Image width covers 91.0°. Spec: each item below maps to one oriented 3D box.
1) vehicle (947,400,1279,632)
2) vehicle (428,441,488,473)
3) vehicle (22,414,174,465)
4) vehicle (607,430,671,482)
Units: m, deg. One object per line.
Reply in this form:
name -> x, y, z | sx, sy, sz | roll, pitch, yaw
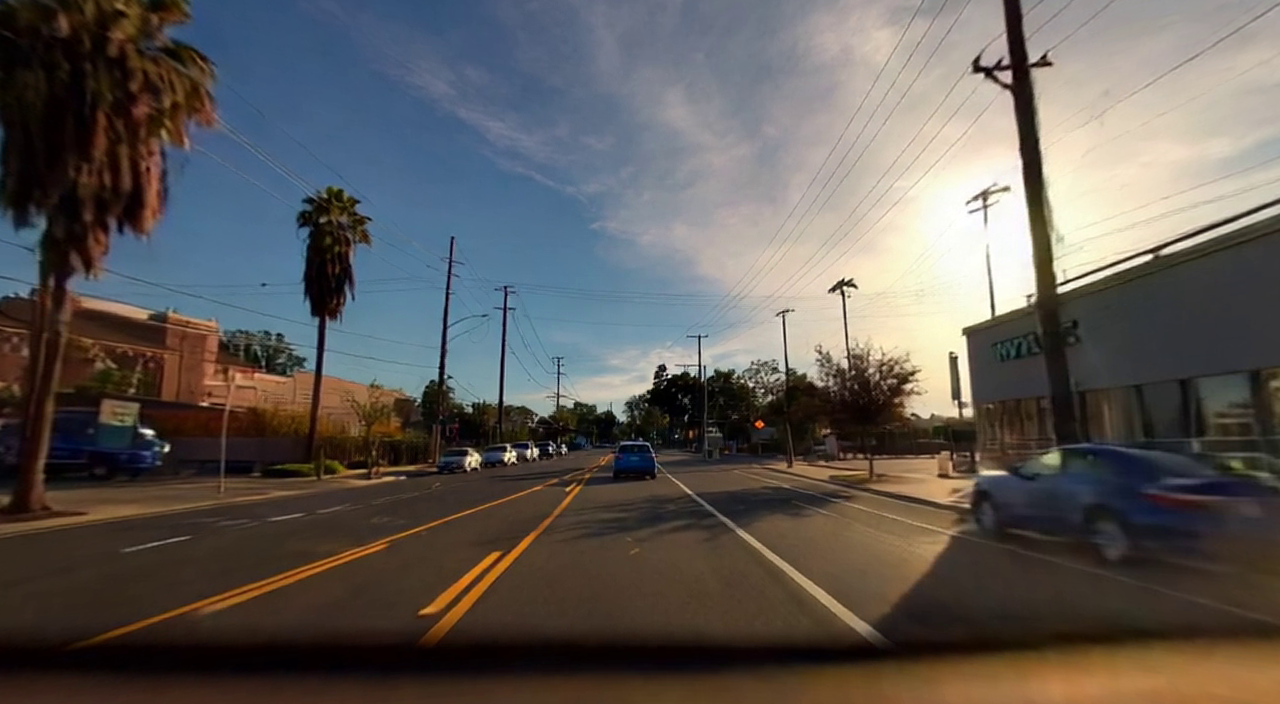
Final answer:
vehicle -> 6.044, 1.653, 7.399 | 2.153, 1.801, 5.163 | 0, -9, -1
vehicle -> -10.339, 6.008, 36.201 | 2.075, 1.693, 4.696 | 0, -9, -1
vehicle -> -20.701, 3.377, 24.162 | 1.911, 1.762, 4.127 | -8, -12, 43
vehicle -> -0.084, 3.999, 24.489 | 2.264, 1.798, 4.563 | 0, -9, -1
